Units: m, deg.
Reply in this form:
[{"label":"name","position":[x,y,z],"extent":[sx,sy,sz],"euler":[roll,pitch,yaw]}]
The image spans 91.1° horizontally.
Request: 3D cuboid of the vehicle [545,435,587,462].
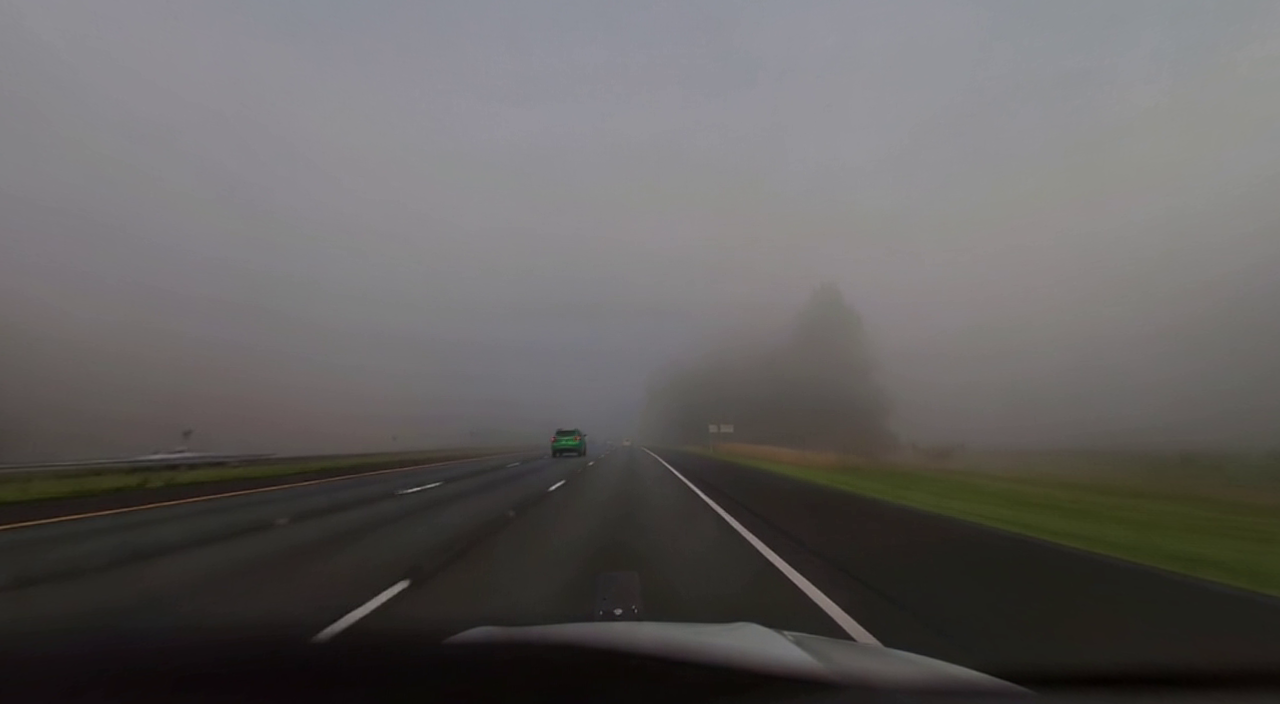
[{"label":"vehicle","position":[-4.410,5.779,37.991],"extent":[2.063,1.496,4.225],"euler":[0,-8,-1]}]
